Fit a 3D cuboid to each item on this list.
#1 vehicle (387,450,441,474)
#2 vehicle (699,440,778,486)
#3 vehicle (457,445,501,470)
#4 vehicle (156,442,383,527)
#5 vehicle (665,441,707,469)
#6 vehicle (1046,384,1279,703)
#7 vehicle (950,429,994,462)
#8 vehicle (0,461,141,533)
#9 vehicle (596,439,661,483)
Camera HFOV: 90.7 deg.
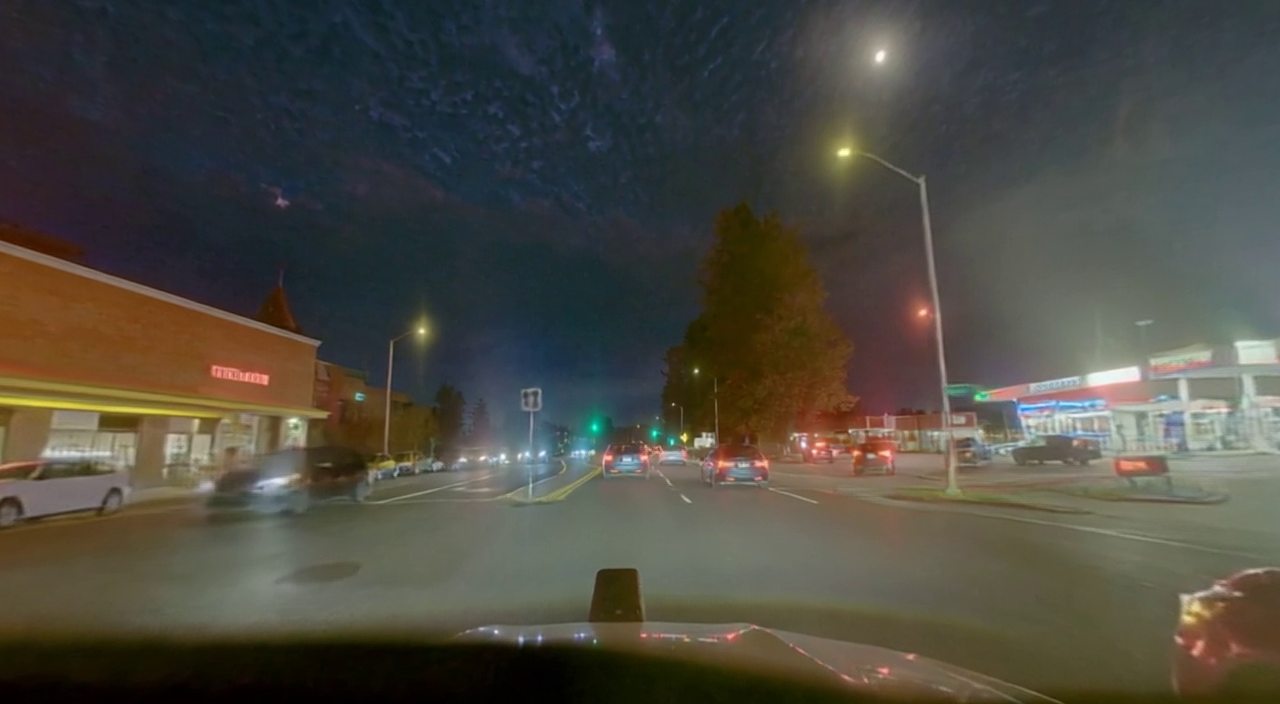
[{"bbox_3d":[-15.475,7.551,43.562,1.842,1.509,4.881,-1,-9,1],"label":"vehicle"},{"bbox_3d":[3.388,3.911,22.603,2.060,1.471,4.168,0,-9,-1],"label":"vehicle"},{"bbox_3d":[-11.306,7.439,44.721,1.997,1.677,4.327,0,-9,-1],"label":"vehicle"},{"bbox_3d":[-7.860,2.822,14.191,2.240,1.550,4.760,0,-9,0],"label":"vehicle"},{"bbox_3d":[2.718,6.181,38.170,2.098,1.527,3.966,0,-9,-2],"label":"vehicle"},{"bbox_3d":[3.101,0.676,0.823,2.097,1.502,4.470,0,-9,-1],"label":"vehicle"},{"bbox_3d":[18.598,5.228,35.488,1.937,1.691,4.746,-5,-10,26],"label":"vehicle"},{"bbox_3d":[-14.971,3.426,15.277,2.007,1.463,4.792,0,-9,-1],"label":"vehicle"},{"bbox_3d":[-0.429,4.093,24.112,2.232,1.508,4.319,0,-9,-1],"label":"vehicle"}]
